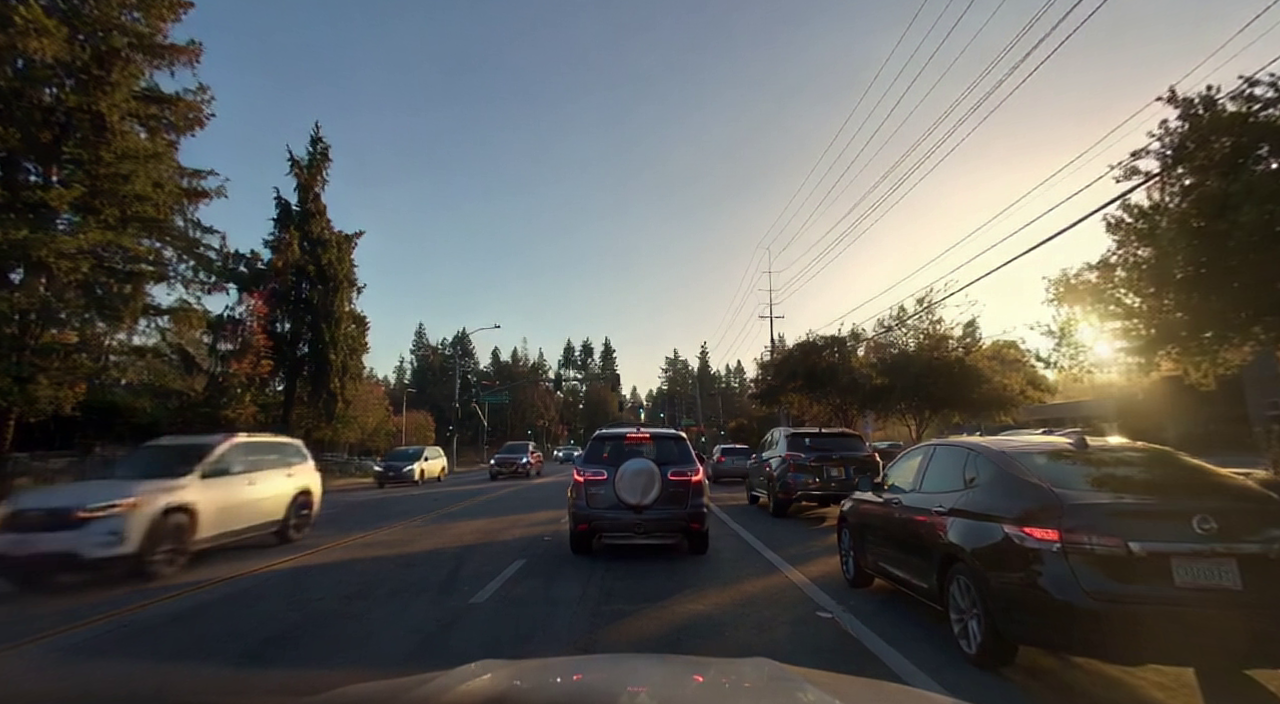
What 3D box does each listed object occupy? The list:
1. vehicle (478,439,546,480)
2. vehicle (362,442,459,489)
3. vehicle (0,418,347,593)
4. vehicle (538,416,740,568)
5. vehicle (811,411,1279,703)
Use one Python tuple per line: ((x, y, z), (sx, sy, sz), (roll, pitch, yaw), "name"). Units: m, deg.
((-6.251, 5.319, 31.485), (2.328, 1.861, 4.891), (0, -8, 1), "vehicle")
((-9.763, 4.846, 27.366), (2.230, 1.831, 4.941), (0, -8, 2), "vehicle")
((-6.185, 1.882, 8.675), (2.068, 1.739, 4.572), (0, -8, 0), "vehicle")
((0.002, 1.845, 9.042), (2.200, 1.653, 4.127), (0, -8, 0), "vehicle")
((2.881, 1.313, 4.832), (1.950, 1.487, 4.275), (0, -8, 0), "vehicle")
